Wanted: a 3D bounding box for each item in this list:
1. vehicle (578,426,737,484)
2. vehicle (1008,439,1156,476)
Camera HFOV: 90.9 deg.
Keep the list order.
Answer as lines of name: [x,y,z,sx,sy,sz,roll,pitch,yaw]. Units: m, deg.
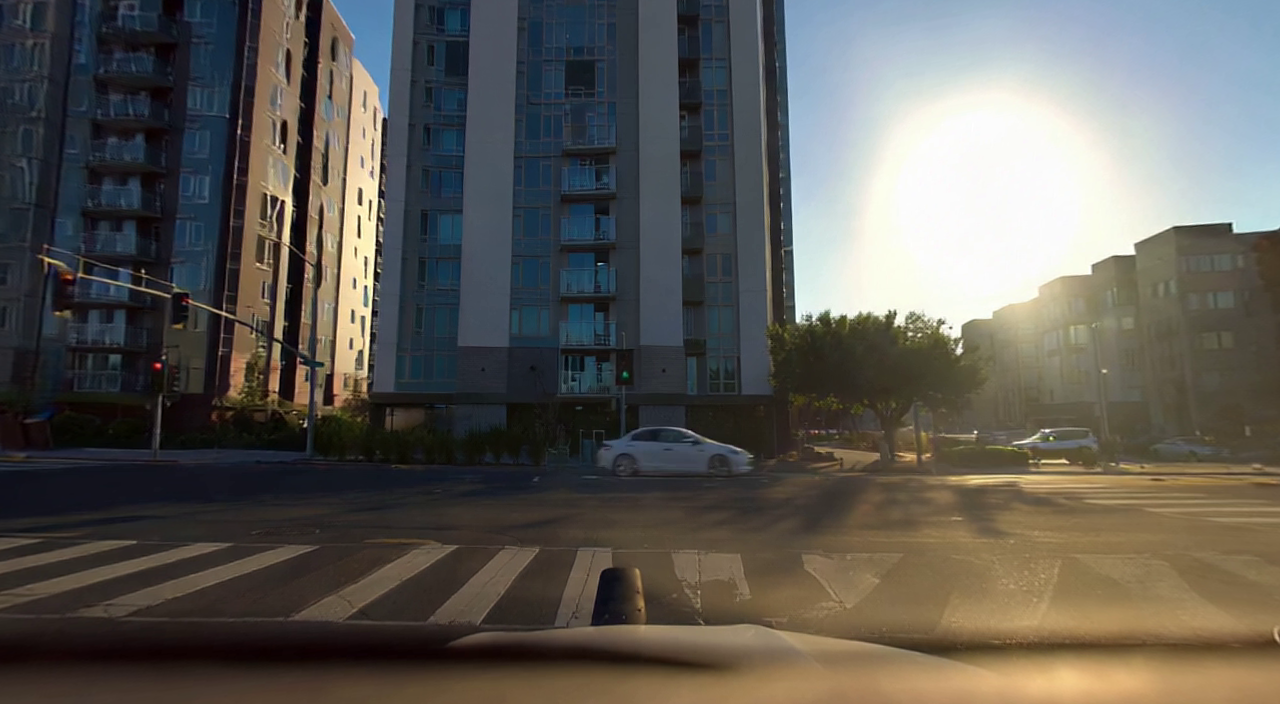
vehicle: [0.554,3.396,20.930,4.980,1.792,2.042,0,-9,1]
vehicle: [18.592,4.455,26.700,4.823,1.458,1.914,0,-9,-1]
